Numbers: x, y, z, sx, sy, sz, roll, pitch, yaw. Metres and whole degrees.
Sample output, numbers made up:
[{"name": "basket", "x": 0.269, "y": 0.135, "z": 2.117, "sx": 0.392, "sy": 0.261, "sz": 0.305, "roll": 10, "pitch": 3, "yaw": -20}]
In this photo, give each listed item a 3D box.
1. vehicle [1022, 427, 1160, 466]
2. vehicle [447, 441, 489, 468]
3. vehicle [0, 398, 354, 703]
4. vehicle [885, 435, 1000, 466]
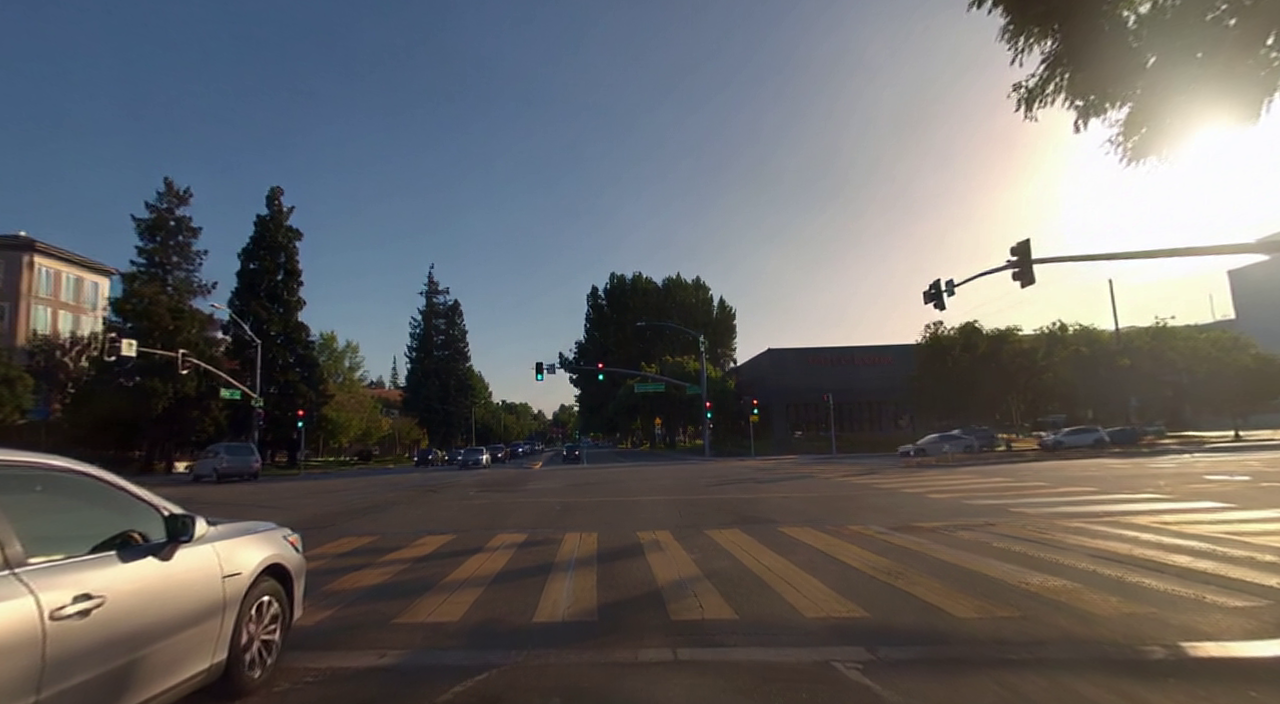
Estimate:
[{"name": "vehicle", "x": 18.179, "y": 3.813, "z": 25.589, "sx": 4.181, "sy": 1.483, "sz": 1.831, "roll": 0, "pitch": -8, "yaw": -3}, {"name": "vehicle", "x": -12.843, "y": 7.647, "z": 47.407, "sx": 2.051, "sy": 1.715, "sz": 4.346, "roll": -2, "pitch": -6, "yaw": -3}, {"name": "vehicle", "x": -3.073, "y": 0.937, "z": 2.330, "sx": 1.919, "sy": 1.478, "sz": 4.720, "roll": 0, "pitch": -8, "yaw": -1}, {"name": "vehicle", "x": 14.948, "y": 4.892, "z": 31.404, "sx": 4.660, "sy": 1.495, "sz": 2.007, "roll": 0, "pitch": -8, "yaw": -2}]
